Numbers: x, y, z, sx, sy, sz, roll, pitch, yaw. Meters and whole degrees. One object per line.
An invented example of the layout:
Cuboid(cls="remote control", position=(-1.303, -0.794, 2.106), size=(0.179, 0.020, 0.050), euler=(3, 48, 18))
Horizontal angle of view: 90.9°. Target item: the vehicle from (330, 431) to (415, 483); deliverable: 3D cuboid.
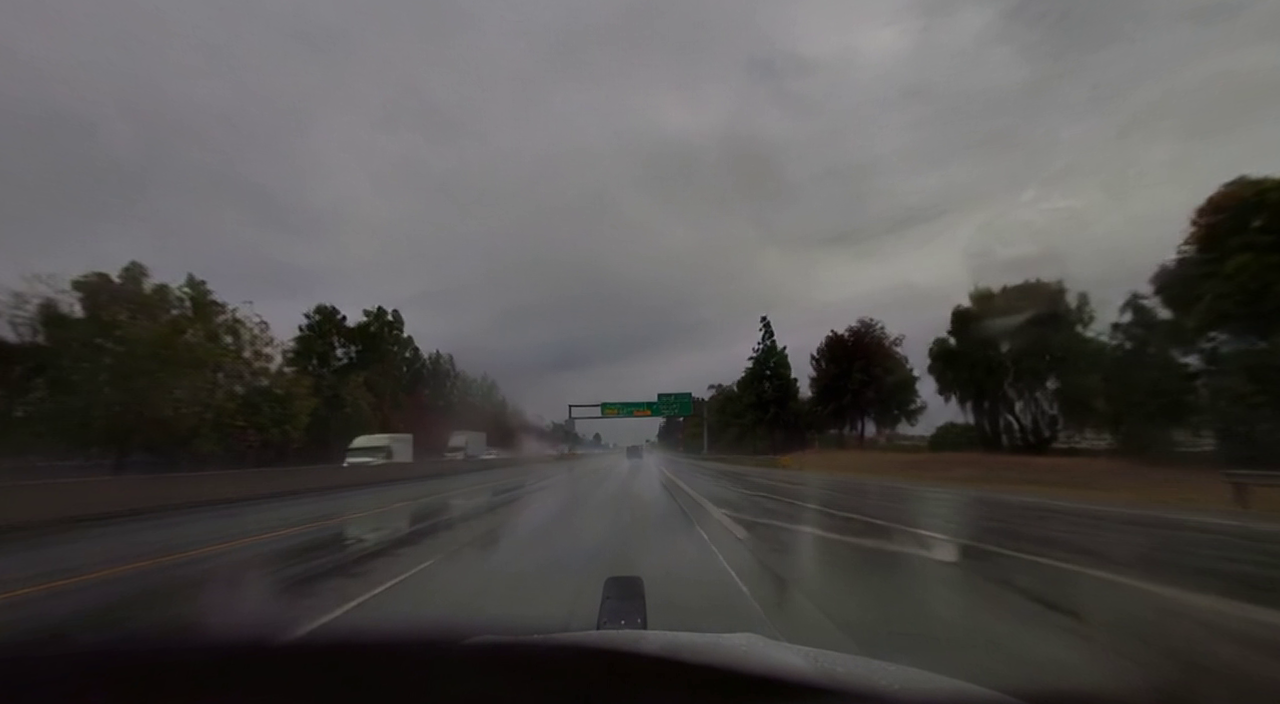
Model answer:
Cuboid(cls="vehicle", position=(-15.043, 5.966, 35.925), size=(2.308, 2.671, 5.819), euler=(0, -9, -1))
